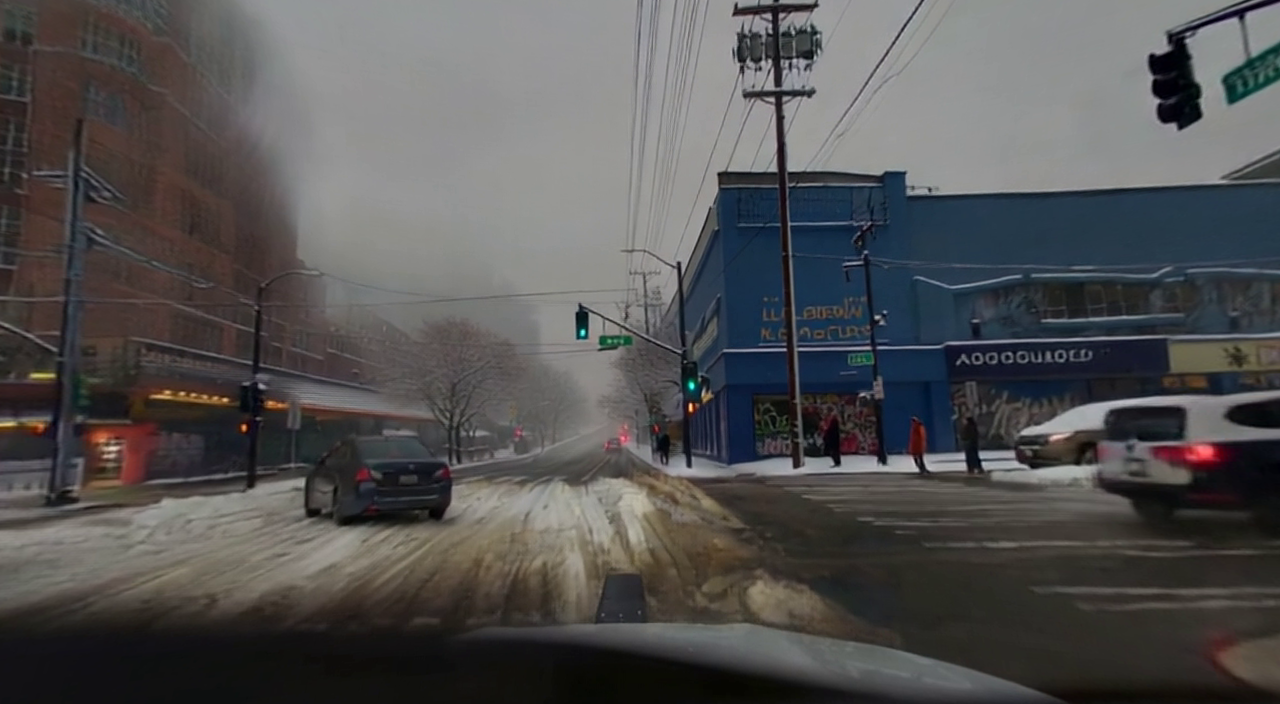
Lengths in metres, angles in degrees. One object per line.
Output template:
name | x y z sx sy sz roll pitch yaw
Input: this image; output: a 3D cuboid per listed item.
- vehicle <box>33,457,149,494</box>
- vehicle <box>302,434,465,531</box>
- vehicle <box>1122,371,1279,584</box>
vehicle | -23.518 5.285 27.156 3.360 1.392 1.674 -1 -9 -1
vehicle | -5.077 2.350 12.124 2.097 1.457 4.439 5 -10 -31
vehicle | 7.399 1.096 5.718 4.714 1.686 1.973 1 -8 -9
